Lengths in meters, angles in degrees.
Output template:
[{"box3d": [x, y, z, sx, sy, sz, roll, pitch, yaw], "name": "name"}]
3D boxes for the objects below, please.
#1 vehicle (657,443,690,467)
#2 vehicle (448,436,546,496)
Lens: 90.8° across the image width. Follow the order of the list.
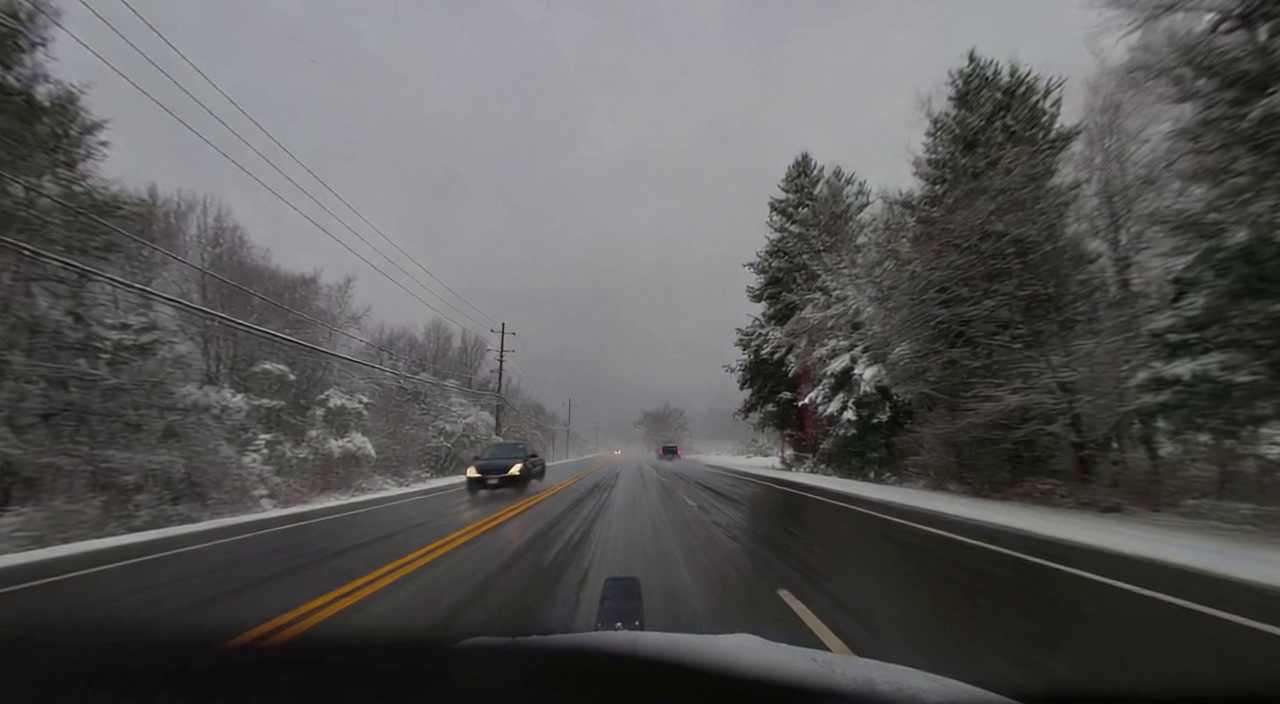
[{"box3d": [2.492, 7.723, 47.554, 2.135, 1.692, 4.185, 0, -9, -2], "name": "vehicle"}, {"box3d": [-4.672, 3.819, 21.567, 2.249, 1.795, 4.858, 0, -9, -1], "name": "vehicle"}]
